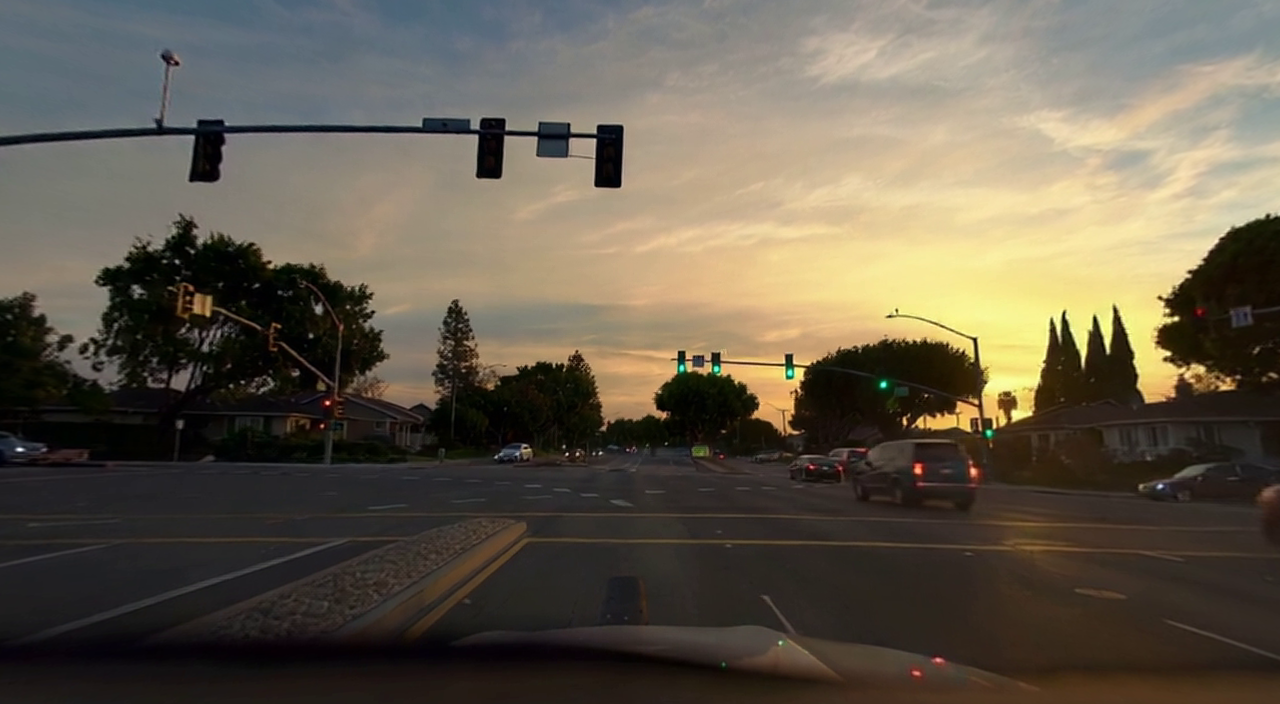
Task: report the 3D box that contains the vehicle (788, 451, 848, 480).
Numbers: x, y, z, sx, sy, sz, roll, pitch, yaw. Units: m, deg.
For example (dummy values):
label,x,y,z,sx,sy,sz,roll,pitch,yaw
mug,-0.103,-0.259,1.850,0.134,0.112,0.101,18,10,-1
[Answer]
label,x,y,z,sx,sy,sz,roll,pitch,yaw
vehicle,9.847,6.292,35.239,1.947,1.481,4.745,0,-9,0

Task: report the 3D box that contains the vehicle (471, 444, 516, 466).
label,x,y,z,sx,sy,sz,roll,pitch,yaw
vehicle,-10.526,7.415,45.582,2.039,1.519,4.356,-1,-9,2

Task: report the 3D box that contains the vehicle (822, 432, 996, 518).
label,x,y,z,sx,sy,sz,roll,pitch,yaw
vehicle,6.504,3.019,16.026,2.239,1.812,4.812,0,-9,0
